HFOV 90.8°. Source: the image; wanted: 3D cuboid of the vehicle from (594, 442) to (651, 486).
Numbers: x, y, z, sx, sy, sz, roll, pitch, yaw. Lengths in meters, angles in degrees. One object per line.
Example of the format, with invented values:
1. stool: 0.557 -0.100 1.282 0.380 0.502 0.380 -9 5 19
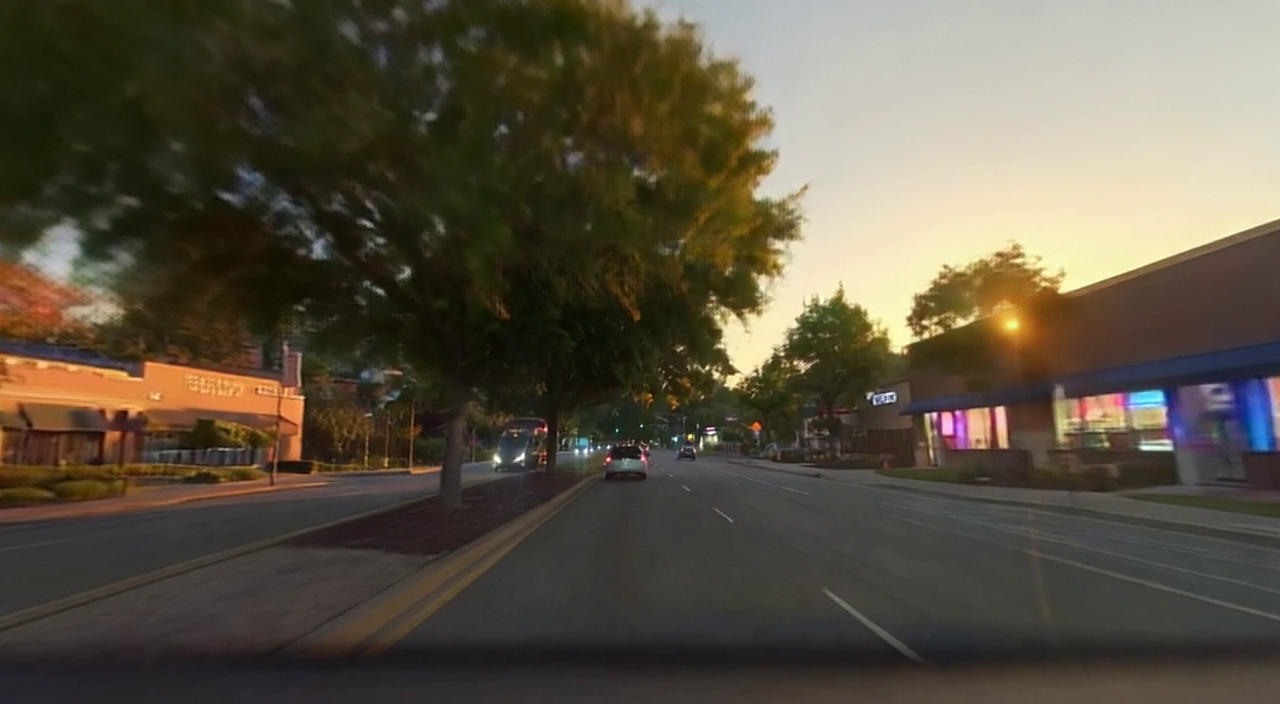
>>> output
1. vehicle: -0.640 4.211 23.964 2.006 1.487 3.535 0 -9 -1

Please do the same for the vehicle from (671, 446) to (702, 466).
1. vehicle: 3.471 7.861 47.843 1.910 1.474 4.003 0 -9 -2
